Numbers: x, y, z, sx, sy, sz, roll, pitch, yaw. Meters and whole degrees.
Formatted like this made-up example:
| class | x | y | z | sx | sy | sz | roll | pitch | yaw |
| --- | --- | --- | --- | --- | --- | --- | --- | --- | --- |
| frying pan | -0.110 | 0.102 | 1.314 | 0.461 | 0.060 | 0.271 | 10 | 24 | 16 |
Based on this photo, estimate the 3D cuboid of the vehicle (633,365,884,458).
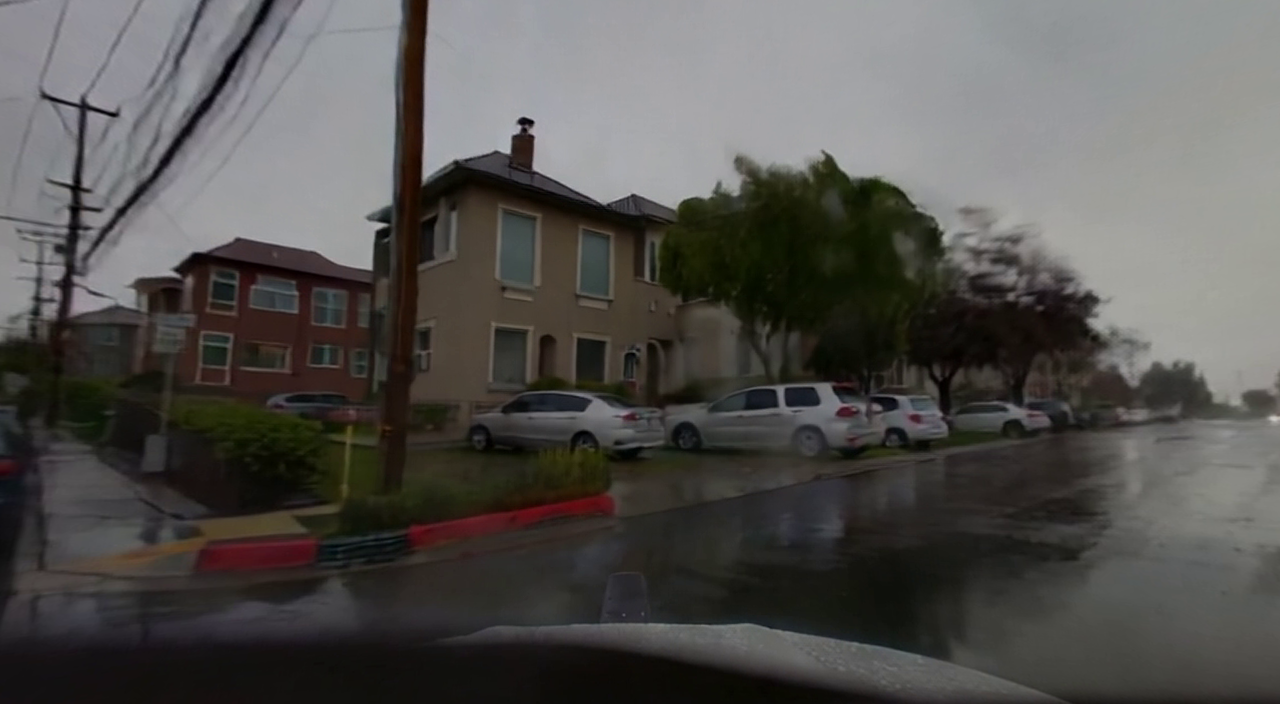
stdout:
| class | x | y | z | sx | sy | sz | roll | pitch | yaw |
| --- | --- | --- | --- | --- | --- | --- | --- | --- | --- |
| vehicle | 2.775 | 1.438 | 15.245 | 5.514 | 1.976 | 2.153 | 0 | -7 | 11 |

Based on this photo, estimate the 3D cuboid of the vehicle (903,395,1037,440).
| class | x | y | z | sx | sy | sz | roll | pitch | yaw |
| --- | --- | --- | --- | --- | --- | --- | --- | --- | --- |
| vehicle | 13.430 | 2.690 | 25.913 | 4.450 | 1.707 | 1.902 | 0 | -7 | 10 |

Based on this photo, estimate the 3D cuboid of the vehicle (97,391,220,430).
| class | x | y | z | sx | sy | sz | roll | pitch | yaw |
| --- | --- | --- | --- | --- | --- | --- | --- | --- | --- |
| vehicle | -23.440 | 2.800 | 30.838 | 1.714 | 1.608 | 4.520 | -2 | -2 | 42 |

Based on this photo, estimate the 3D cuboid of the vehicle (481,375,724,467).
| class | x | y | z | sx | sy | sz | roll | pitch | yaw |
| --- | --- | --- | --- | --- | --- | --- | --- | --- | --- |
| vehicle | -0.692 | 1.410 | 13.114 | 4.648 | 1.659 | 1.897 | 0 | -7 | 14 |

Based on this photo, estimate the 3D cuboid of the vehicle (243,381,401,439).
| class | x | y | z | sx | sy | sz | roll | pitch | yaw |
| --- | --- | --- | --- | --- | --- | --- | --- | --- | --- |
| vehicle | -12.027 | 2.173 | 23.805 | 5.778 | 1.875 | 2.152 | -1 | -8 | 27 |
